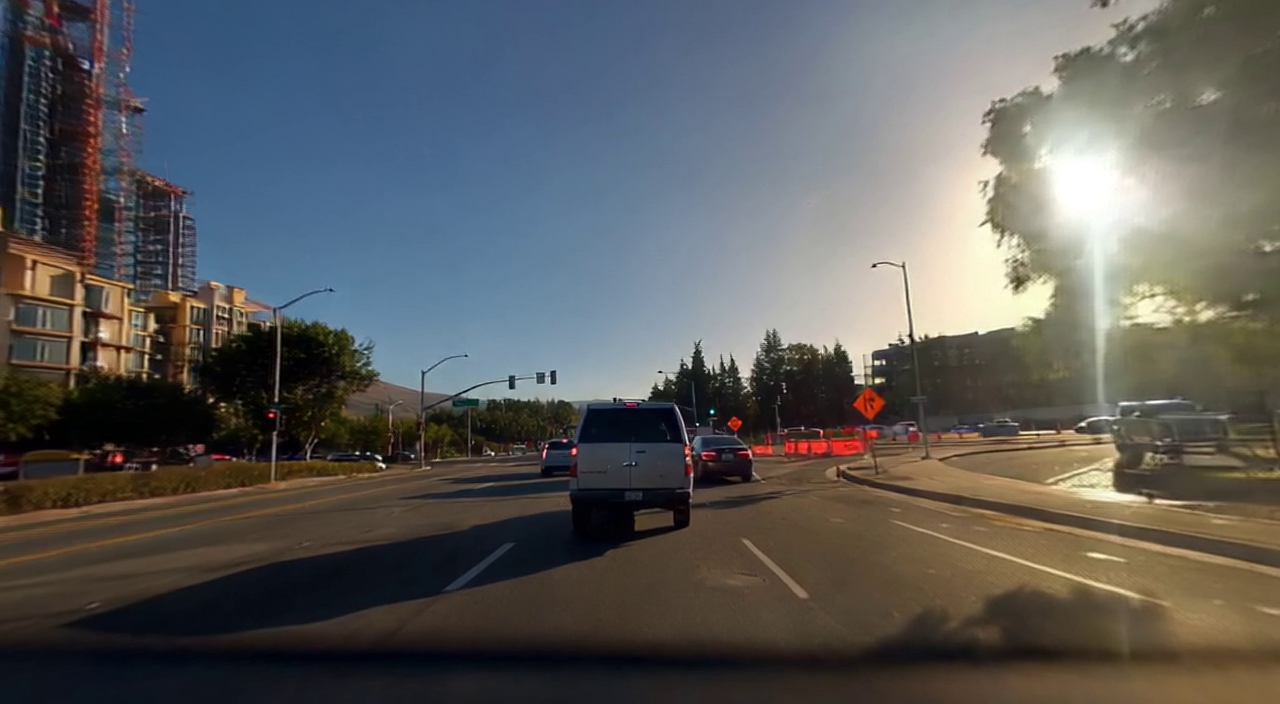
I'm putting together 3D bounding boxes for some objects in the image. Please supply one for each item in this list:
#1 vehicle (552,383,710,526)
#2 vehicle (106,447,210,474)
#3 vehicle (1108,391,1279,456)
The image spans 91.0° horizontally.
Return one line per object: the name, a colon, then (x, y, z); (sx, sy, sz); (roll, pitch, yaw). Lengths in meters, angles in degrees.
vehicle: (-0.288, 1.956, 12.369); (2.350, 2.122, 5.801); (0, -8, -3)
vehicle: (-36.120, 8.148, 47.320); (5.755, 1.945, 2.403); (0, -8, -1)
vehicle: (14.798, 1.800, 15.539); (4.986, 1.467, 2.025); (-6, -10, 33)
